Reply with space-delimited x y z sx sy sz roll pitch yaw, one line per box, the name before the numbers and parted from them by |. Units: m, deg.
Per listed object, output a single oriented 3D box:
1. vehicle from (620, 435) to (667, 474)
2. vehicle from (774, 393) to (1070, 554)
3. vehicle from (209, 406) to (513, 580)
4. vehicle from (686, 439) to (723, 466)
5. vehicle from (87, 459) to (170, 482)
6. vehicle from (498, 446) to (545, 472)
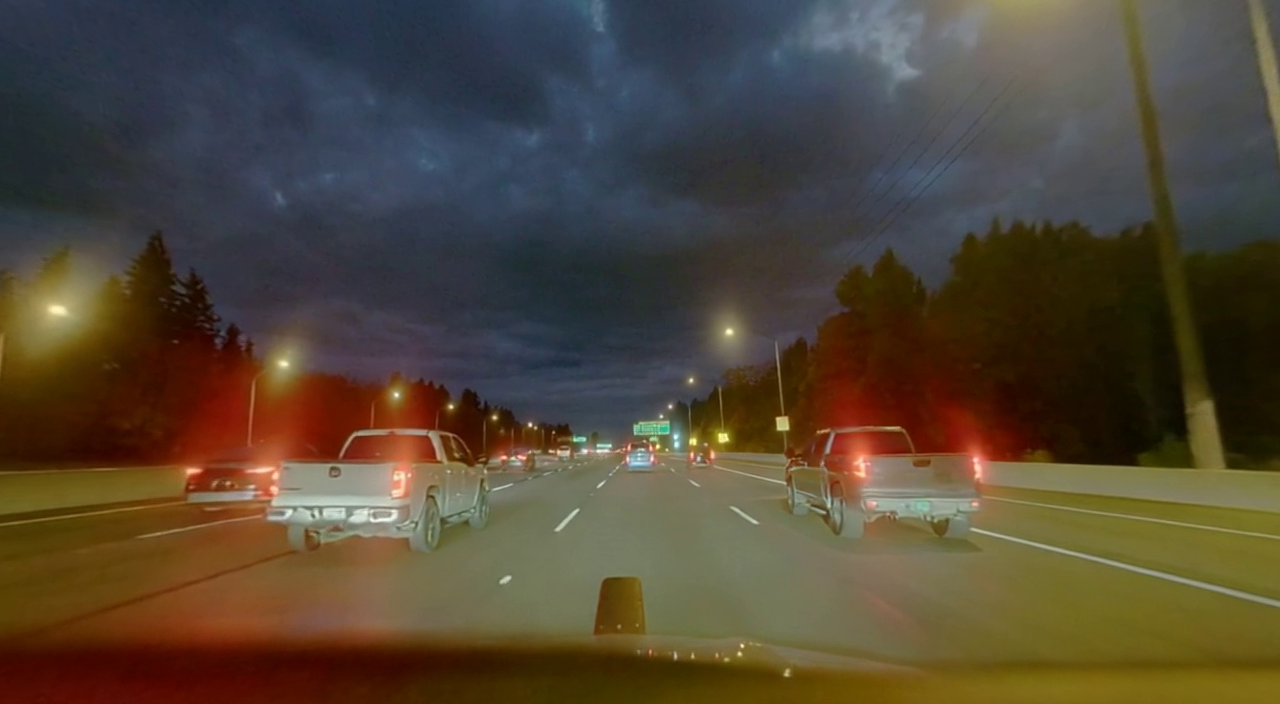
vehicle | 0.155 5.595 34.481 2.372 1.957 5.121 0 -9 0
vehicle | 4.145 1.959 10.820 2.388 1.998 5.749 0 -9 0
vehicle | -3.336 1.803 8.815 2.154 1.783 4.476 0 -9 0
vehicle | 5.004 7.949 49.929 2.380 1.976 5.614 0 -9 1
vehicle | -35.933 8.324 44.425 1.783 1.485 4.838 0 -9 -1
vehicle | -7.260 6.592 38.971 2.014 1.526 4.577 0 -9 0
